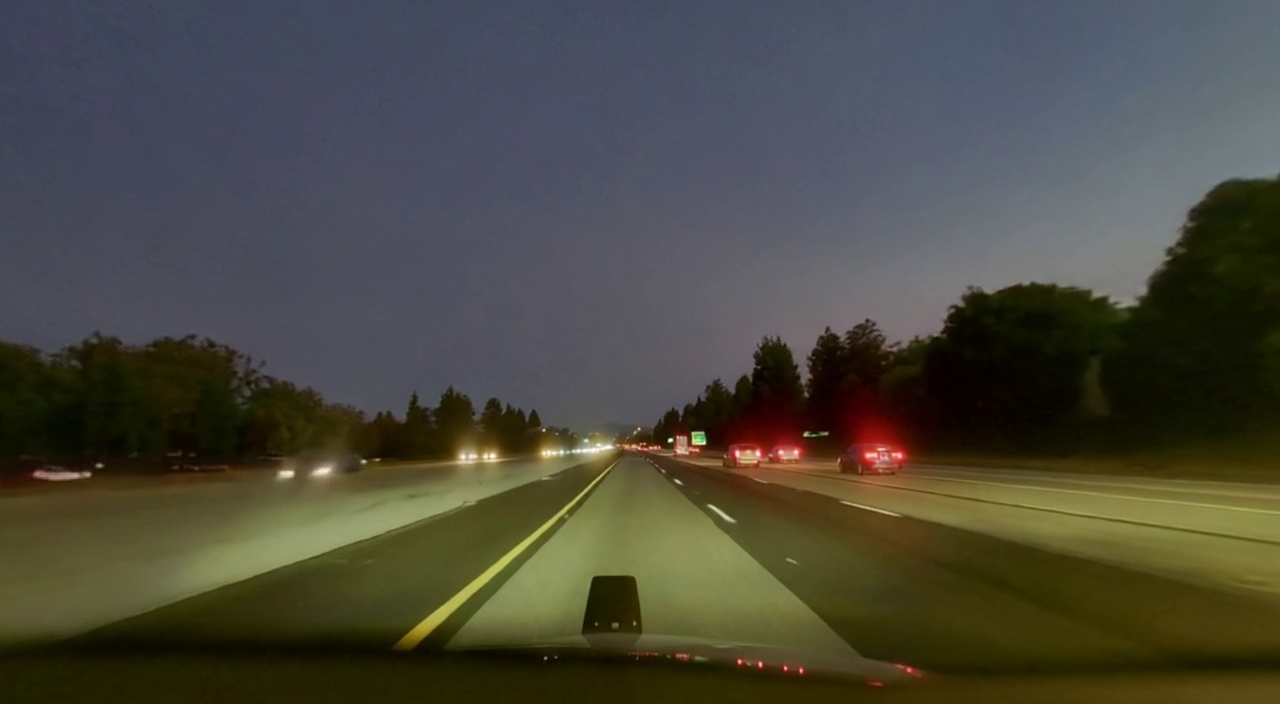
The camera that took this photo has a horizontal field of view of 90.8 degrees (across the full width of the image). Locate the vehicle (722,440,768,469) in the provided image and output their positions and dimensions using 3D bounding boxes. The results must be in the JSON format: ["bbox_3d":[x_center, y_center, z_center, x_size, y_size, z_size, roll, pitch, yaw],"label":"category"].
[{"bbox_3d":[6.518,6.453,39.826,2.030,1.706,4.279,0,-9,-2],"label":"vehicle"}]

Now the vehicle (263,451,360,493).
[{"bbox_3d":[-14.958,5.436,29.107,2.051,1.734,4.457,0,-9,0],"label":"vehicle"}]
